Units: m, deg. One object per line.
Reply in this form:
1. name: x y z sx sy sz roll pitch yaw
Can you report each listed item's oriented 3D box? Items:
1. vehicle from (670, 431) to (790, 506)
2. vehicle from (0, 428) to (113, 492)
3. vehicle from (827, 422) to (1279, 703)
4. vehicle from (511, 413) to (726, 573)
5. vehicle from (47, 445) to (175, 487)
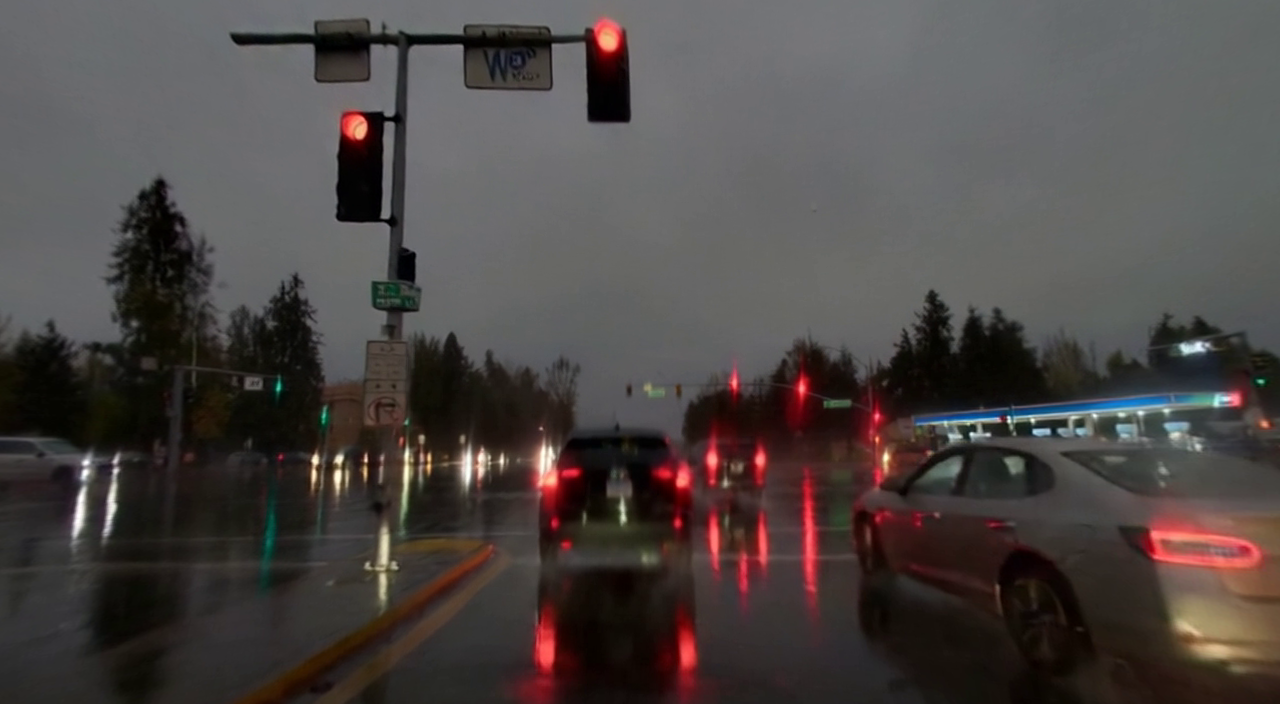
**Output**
1. vehicle: 2.296 3.149 17.483 2.060 1.783 4.411 1 -9 -9
2. vehicle: -28.904 5.000 29.339 6.772 2.769 2.305 -1 -9 3
3. vehicle: 3.186 1.388 5.013 1.965 1.460 4.581 0 -9 0
4. vehicle: -0.331 1.907 9.329 2.351 1.733 4.616 0 -9 -3
5. vehicle: -26.596 5.733 31.877 4.658 1.911 2.162 -2 -9 5
